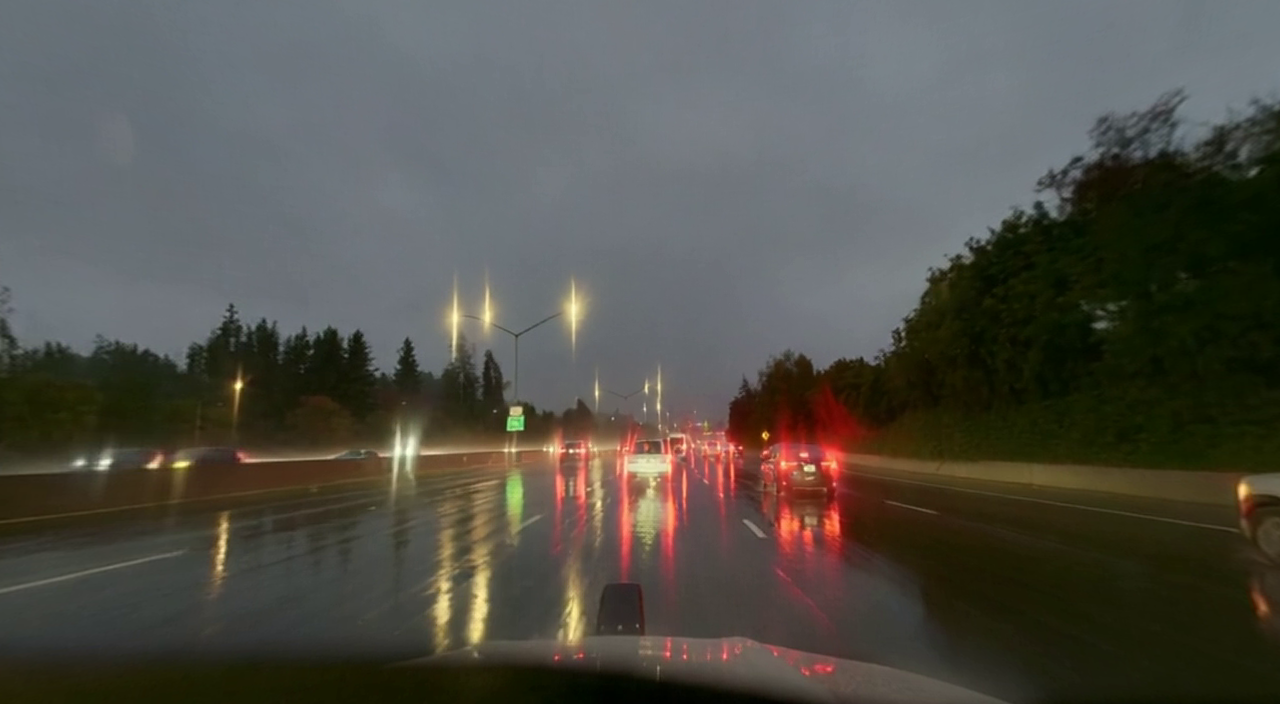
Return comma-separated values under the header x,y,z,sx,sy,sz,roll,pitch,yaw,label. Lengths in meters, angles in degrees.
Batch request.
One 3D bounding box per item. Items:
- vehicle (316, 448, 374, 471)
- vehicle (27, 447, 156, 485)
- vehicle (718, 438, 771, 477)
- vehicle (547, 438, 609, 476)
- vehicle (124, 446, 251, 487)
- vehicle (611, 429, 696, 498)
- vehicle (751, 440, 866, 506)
x,y,z,sx,sy,sz,roll,pitch,yaw,label
-22.471,8.155,48.133,1.918,1.639,4.454,0,-9,5,vehicle
-27.350,5.683,31.670,2.015,1.734,4.688,0,-9,3,vehicle
5.087,5.193,31.182,2.063,1.710,4.591,0,-9,3,vehicle
-2.828,4.961,29.859,2.128,1.627,4.697,0,-9,4,vehicle
-20.652,5.200,29.047,2.079,1.684,4.734,0,-9,4,vehicle
0.415,3.170,18.192,2.181,1.728,3.970,0,-9,2,vehicle
4.343,3.177,16.998,1.999,1.514,4.338,0,-9,1,vehicle
